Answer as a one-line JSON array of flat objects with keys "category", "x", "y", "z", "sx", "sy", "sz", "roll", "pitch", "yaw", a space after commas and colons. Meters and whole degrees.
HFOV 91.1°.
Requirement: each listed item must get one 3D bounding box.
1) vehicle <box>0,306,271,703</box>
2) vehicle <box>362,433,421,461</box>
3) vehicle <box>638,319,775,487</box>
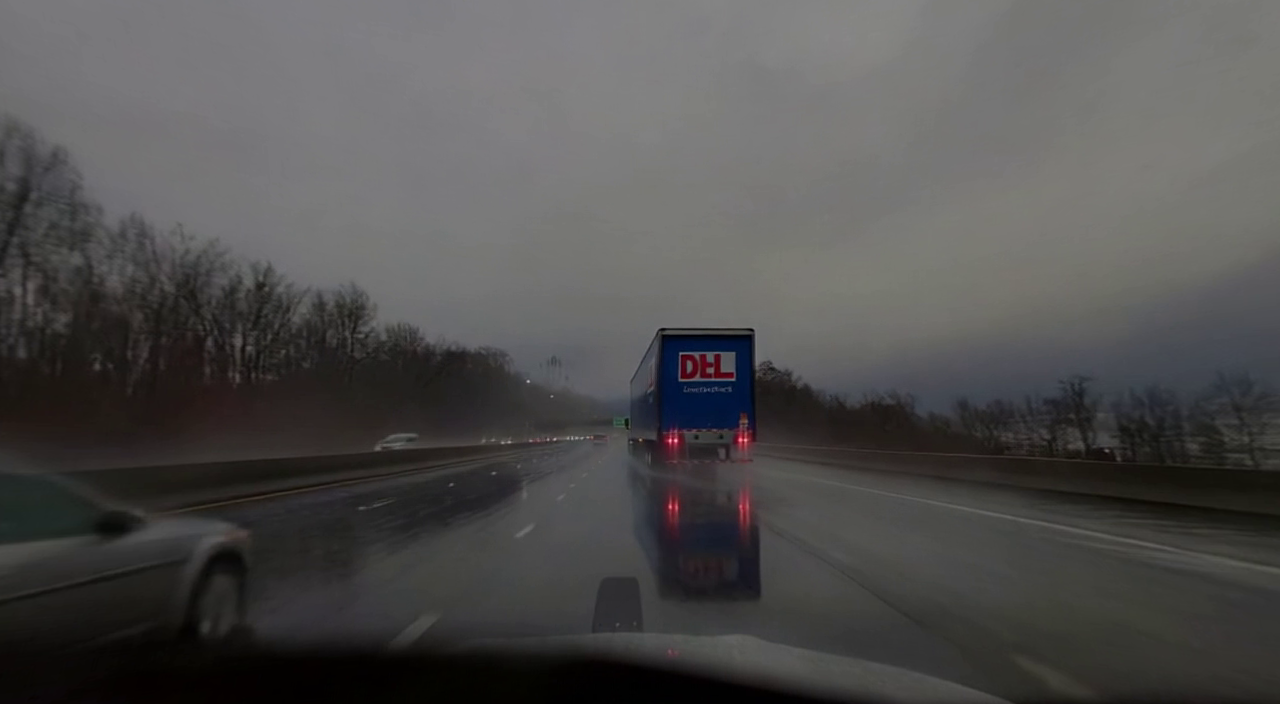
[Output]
[{"category": "vehicle", "x": -3.599, "y": 0.607, "z": 1.444, "sx": 2.394, "sy": 1.787, "sz": 5.186, "roll": 0, "pitch": -8, "yaw": -1}, {"category": "vehicle", "x": -16.922, "y": 6.474, "z": 43.070, "sx": 2.062, "sy": 1.777, "sz": 4.967, "roll": 0, "pitch": -8, "yaw": -1}, {"category": "vehicle", "x": 1.646, "y": 1.843, "z": 20.255, "sx": 3.011, "sy": 4.211, "sz": 8.926, "roll": 0, "pitch": -8, "yaw": -3}]
